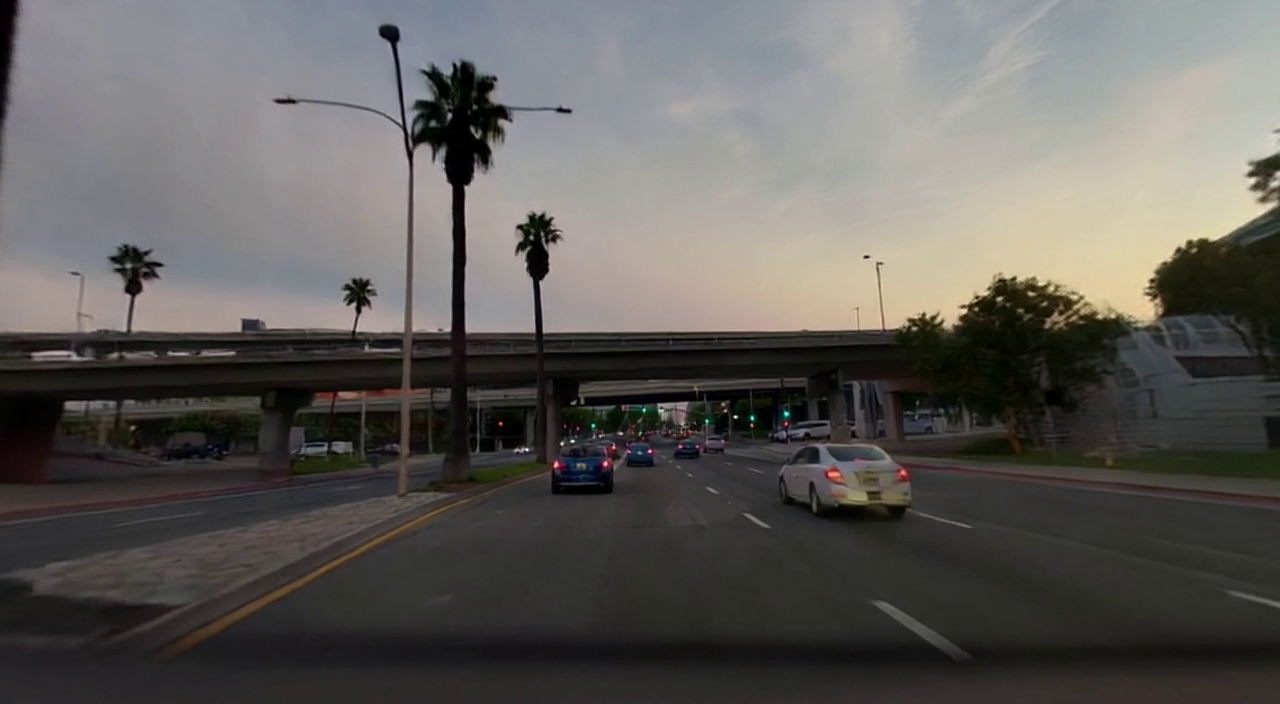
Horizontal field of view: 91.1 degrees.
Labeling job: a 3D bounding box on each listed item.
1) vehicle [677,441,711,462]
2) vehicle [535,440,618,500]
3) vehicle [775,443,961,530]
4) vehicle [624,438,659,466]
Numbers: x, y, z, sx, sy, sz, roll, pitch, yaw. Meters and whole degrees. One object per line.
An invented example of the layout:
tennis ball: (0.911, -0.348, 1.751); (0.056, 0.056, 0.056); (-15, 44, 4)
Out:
vehicle: (4.083, 7.612, 48.257); (2.119, 1.509, 4.495); (0, -8, -1)
vehicle: (-1.748, 3.320, 18.160); (2.111, 1.506, 4.018); (1, -8, -4)
vehicle: (4.211, 2.526, 12.462); (2.156, 1.404, 4.120); (0, -8, 0)
vehicle: (0.096, 6.457, 40.505); (2.172, 1.694, 4.055); (0, -8, 0)
